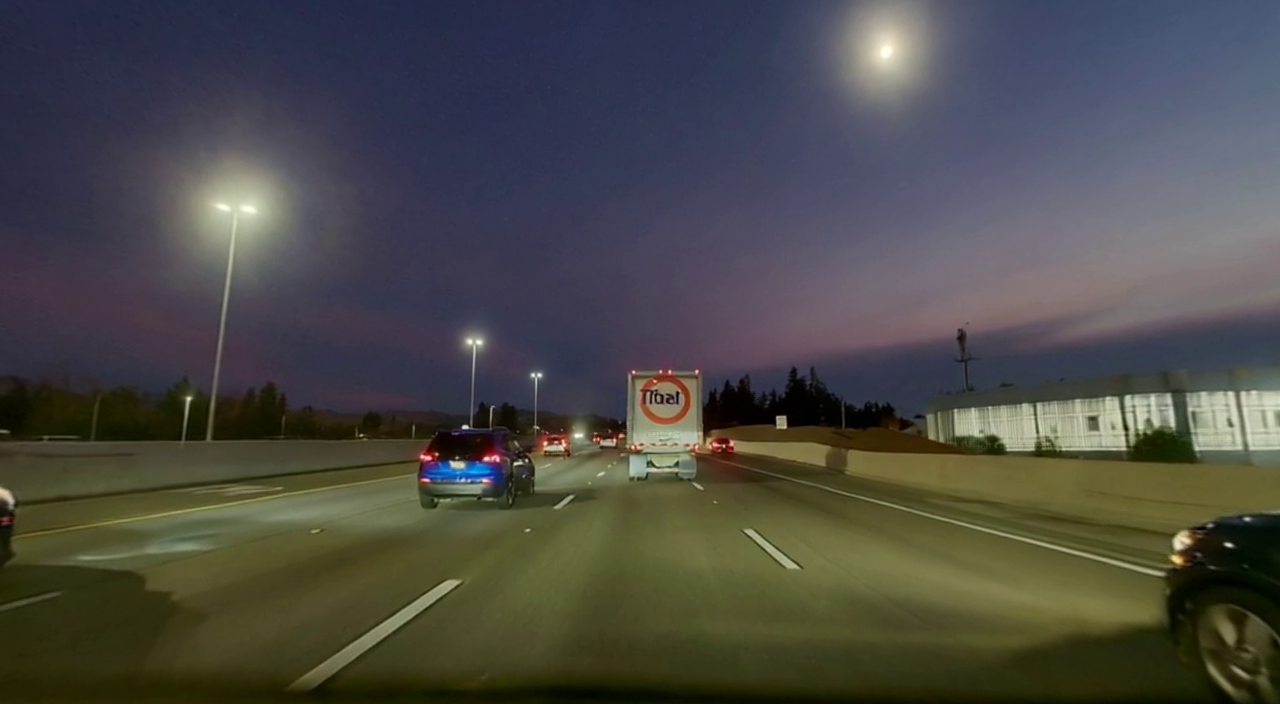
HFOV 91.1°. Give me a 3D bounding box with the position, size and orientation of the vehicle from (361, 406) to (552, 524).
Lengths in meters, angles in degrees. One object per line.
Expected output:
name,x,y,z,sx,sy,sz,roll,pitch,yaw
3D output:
vehicle,-3.217,2.132,12.318,2.178,1.826,4.933,0,-8,1

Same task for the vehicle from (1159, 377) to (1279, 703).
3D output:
vehicle,3.327,0.554,0.186,2.280,1.511,4.758,0,-9,0

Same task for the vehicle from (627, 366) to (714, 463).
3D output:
vehicle,2.103,3.394,34.307,3.657,4.173,13.731,-1,-6,7
